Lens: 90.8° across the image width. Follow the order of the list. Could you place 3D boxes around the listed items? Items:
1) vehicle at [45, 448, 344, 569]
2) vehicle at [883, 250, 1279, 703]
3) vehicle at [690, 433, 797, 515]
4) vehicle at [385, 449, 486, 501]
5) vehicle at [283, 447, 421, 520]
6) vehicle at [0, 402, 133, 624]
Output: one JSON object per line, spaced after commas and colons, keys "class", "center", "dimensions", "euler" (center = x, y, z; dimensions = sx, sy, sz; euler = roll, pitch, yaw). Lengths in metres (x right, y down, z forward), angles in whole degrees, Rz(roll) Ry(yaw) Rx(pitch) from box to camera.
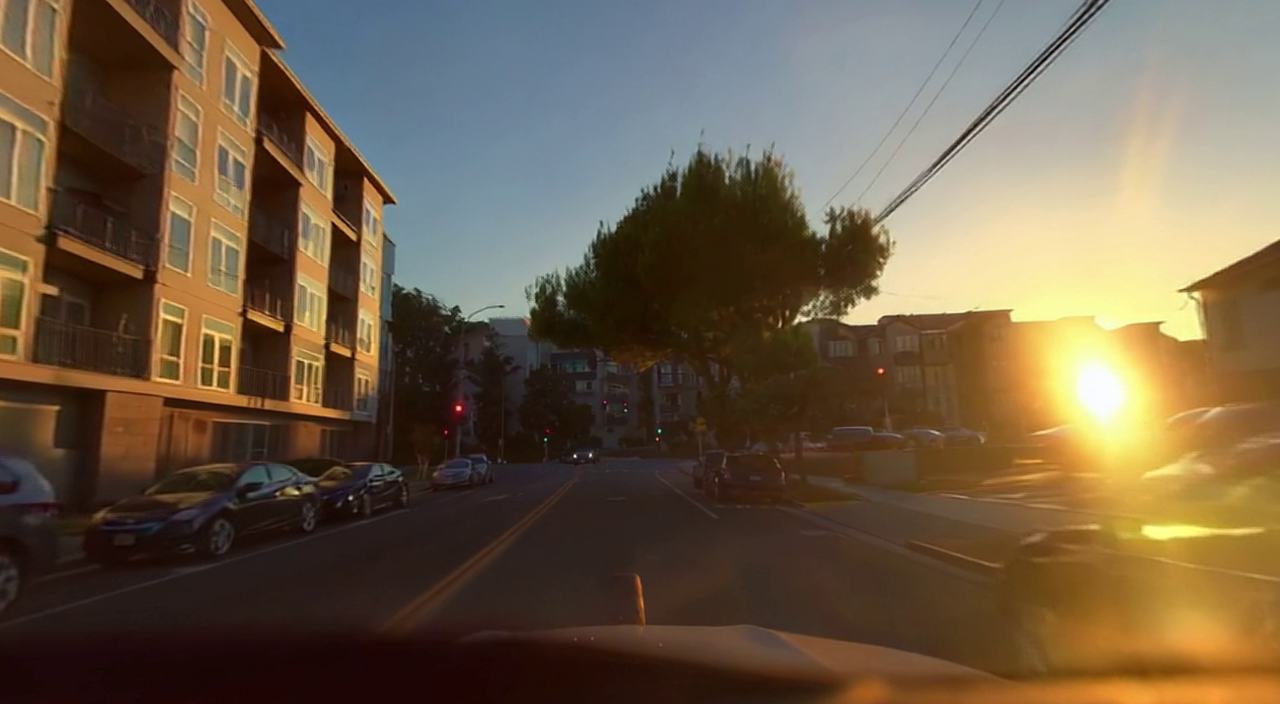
{"class": "vehicle", "center": [-6.603, 2.296, 10.129], "dimensions": [1.789, 1.462, 4.313], "euler": [0, -8, -3]}
{"class": "vehicle", "center": [2.922, 0.698, 2.090], "dimensions": [2.408, 1.815, 4.462], "euler": [0, -8, 0]}
{"class": "vehicle", "center": [2.700, 3.263, 17.729], "dimensions": [2.034, 1.689, 4.978], "euler": [0, -4, -2]}
{"class": "vehicle", "center": [-6.609, 3.988, 21.008], "dimensions": [1.934, 1.484, 4.630], "euler": [0, -8, -2]}
{"class": "vehicle", "center": [-6.868, 3.118, 15.525], "dimensions": [1.713, 1.531, 3.685], "euler": [0, -8, -2]}
{"class": "vehicle", "center": [-6.272, 1.191, 4.225], "dimensions": [1.993, 1.817, 4.619], "euler": [0, -8, -2]}
